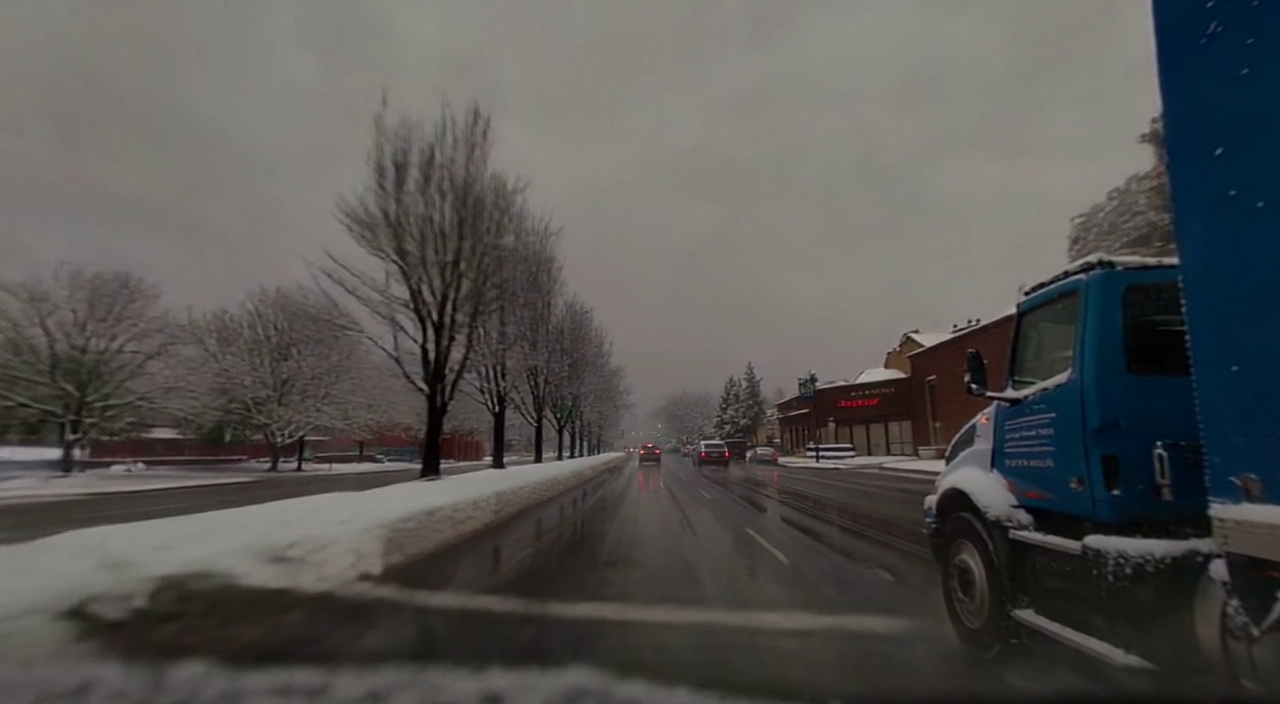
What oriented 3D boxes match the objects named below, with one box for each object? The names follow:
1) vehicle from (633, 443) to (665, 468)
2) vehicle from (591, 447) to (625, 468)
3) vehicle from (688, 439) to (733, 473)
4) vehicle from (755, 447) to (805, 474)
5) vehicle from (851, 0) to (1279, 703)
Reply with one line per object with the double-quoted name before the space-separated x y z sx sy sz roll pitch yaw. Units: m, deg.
"vehicle" 0.674 7.561 46.125 2.276 1.704 3.925 0 -8 1
"vehicle" -2.393 8.106 48.601 2.211 1.537 4.666 0 -8 2
"vehicle" 4.146 6.214 37.981 2.196 1.908 4.412 0 -8 0
"vehicle" 8.346 6.510 37.930 2.006 1.484 4.289 0 -8 0
"vehicle" 3.596 -0.213 2.409 3.006 3.679 8.506 -1 -8 3
